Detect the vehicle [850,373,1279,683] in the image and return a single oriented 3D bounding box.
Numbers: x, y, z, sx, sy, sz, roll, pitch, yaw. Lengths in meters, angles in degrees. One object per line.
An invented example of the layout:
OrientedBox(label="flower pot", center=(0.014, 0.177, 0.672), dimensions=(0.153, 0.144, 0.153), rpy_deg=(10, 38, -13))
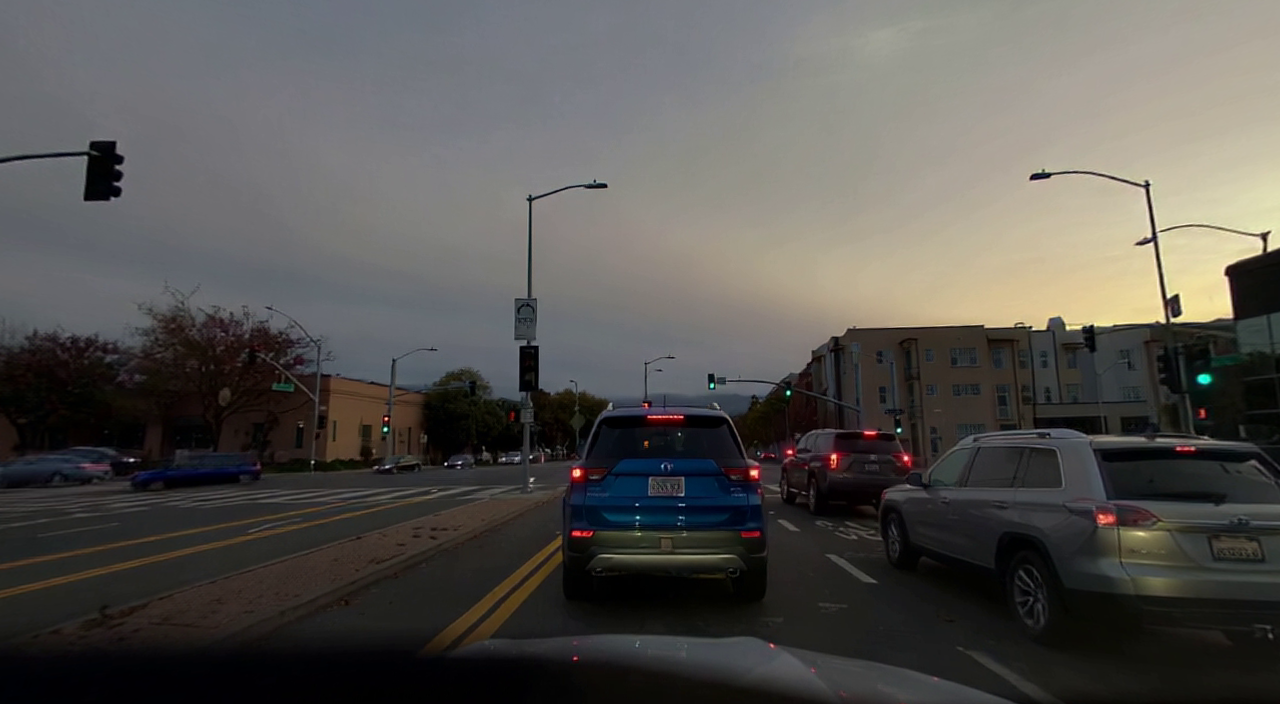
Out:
OrientedBox(label="vehicle", center=(3.576, 1.286, 5.695), dimensions=(2.018, 1.701, 4.288), rpy_deg=(0, -9, 2))

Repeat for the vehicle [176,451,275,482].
OrientedBox(label="vehicle", center=(-25.116, 6.917, 38.520), dimensions=(4.744, 1.739, 2.089), rpy_deg=(4, -10, -28))

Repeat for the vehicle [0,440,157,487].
OrientedBox(label="vehicle", center=(-24.584, 4.840, 27.551), dimensions=(5.062, 1.946, 2.243), rpy_deg=(0, -9, -1))

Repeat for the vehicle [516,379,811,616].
OrientedBox(label="vehicle", center=(0.227, 1.465, 7.224), dimensions=(2.292, 1.840, 4.394), rpy_deg=(0, -9, 1))

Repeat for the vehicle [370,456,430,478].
OrientedBox(label="vehicle", center=(-17.314, 8.308, 45.800), dimensions=(1.864, 1.444, 4.255), rpy_deg=(-2, -9, 14))
